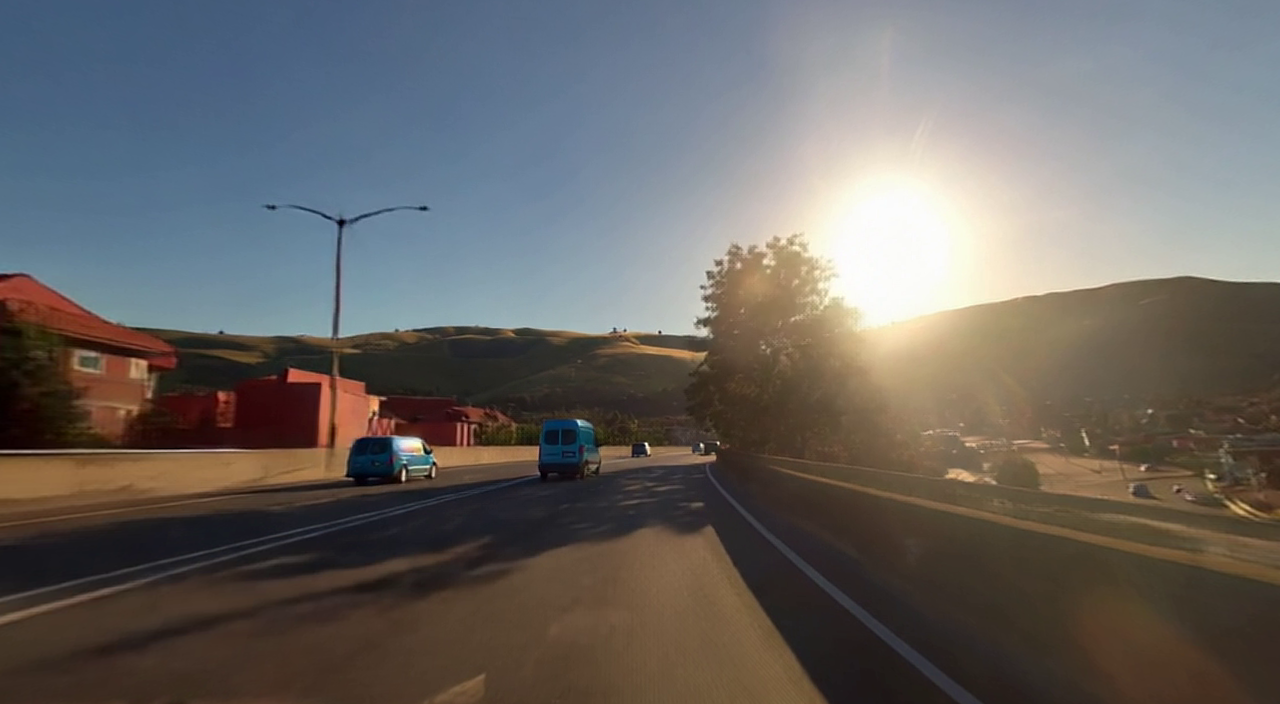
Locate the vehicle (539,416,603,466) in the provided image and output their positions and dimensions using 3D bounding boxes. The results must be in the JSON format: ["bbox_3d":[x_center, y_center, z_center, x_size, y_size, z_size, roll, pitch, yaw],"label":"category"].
[{"bbox_3d":[-3.943,5.270,37.520,2.314,2.703,6.441,-1,-8,7],"label":"vehicle"}]

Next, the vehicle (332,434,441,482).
[{"bbox_3d":[-8.911,3.744,22.699,1.821,1.524,4.342,-1,-8,5],"label":"vehicle"}]

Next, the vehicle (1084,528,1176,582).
[{"bbox_3d":[22.783,9.401,29.571,1.887,1.776,4.198,-1,-11,17],"label":"vehicle"}]
